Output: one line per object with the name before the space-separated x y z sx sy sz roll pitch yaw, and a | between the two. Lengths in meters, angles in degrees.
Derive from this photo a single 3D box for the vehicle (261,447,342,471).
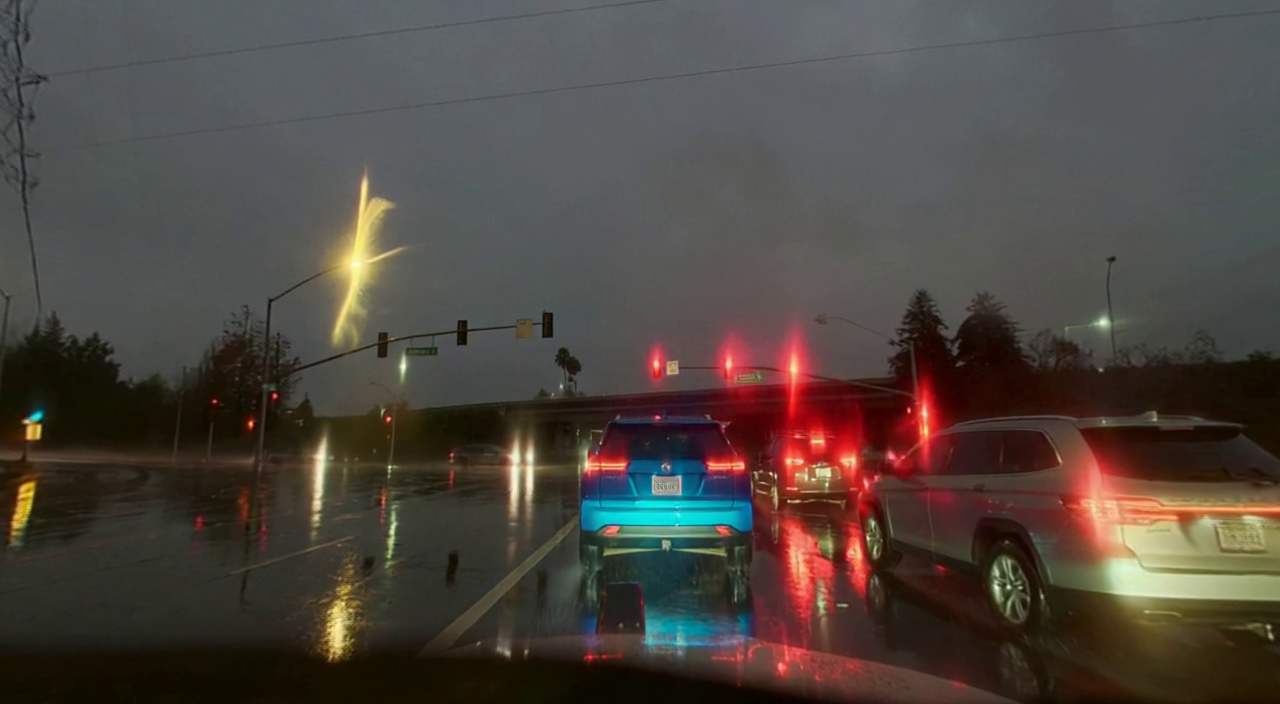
vehicle | -21.859 6.860 40.821 4.411 1.466 1.998 -3 -9 16

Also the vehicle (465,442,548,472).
vehicle | -8.097 6.425 38.741 4.673 1.740 2.174 0 -8 -3

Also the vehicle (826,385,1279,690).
vehicle | 3.405 1.348 5.812 1.990 1.649 4.625 0 -8 0

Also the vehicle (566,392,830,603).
vehicle | 0.439 1.556 7.617 2.240 1.778 4.335 0 -8 -2
